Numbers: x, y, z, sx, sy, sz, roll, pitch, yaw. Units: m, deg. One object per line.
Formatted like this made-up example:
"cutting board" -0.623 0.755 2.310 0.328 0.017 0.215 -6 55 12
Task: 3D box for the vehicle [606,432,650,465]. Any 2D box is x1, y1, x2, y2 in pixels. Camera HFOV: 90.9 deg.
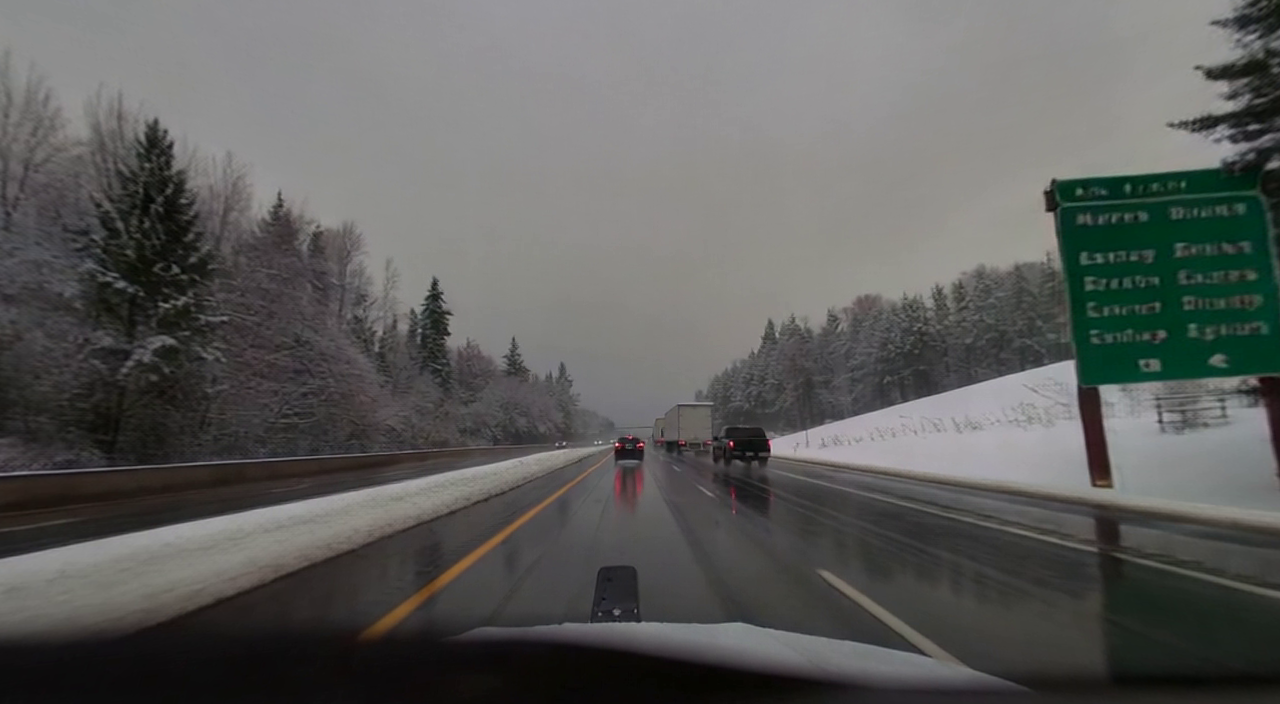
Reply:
"vehicle" -0.639 5.189 34.086 2.206 1.681 4.111 0 -8 -1

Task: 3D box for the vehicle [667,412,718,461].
"vehicle" 3.416 5.771 43.046 2.728 3.053 7.708 0 -8 0

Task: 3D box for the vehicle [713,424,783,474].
"vehicle" 4.397 3.994 26.290 2.073 1.905 4.023 0 -8 -2
